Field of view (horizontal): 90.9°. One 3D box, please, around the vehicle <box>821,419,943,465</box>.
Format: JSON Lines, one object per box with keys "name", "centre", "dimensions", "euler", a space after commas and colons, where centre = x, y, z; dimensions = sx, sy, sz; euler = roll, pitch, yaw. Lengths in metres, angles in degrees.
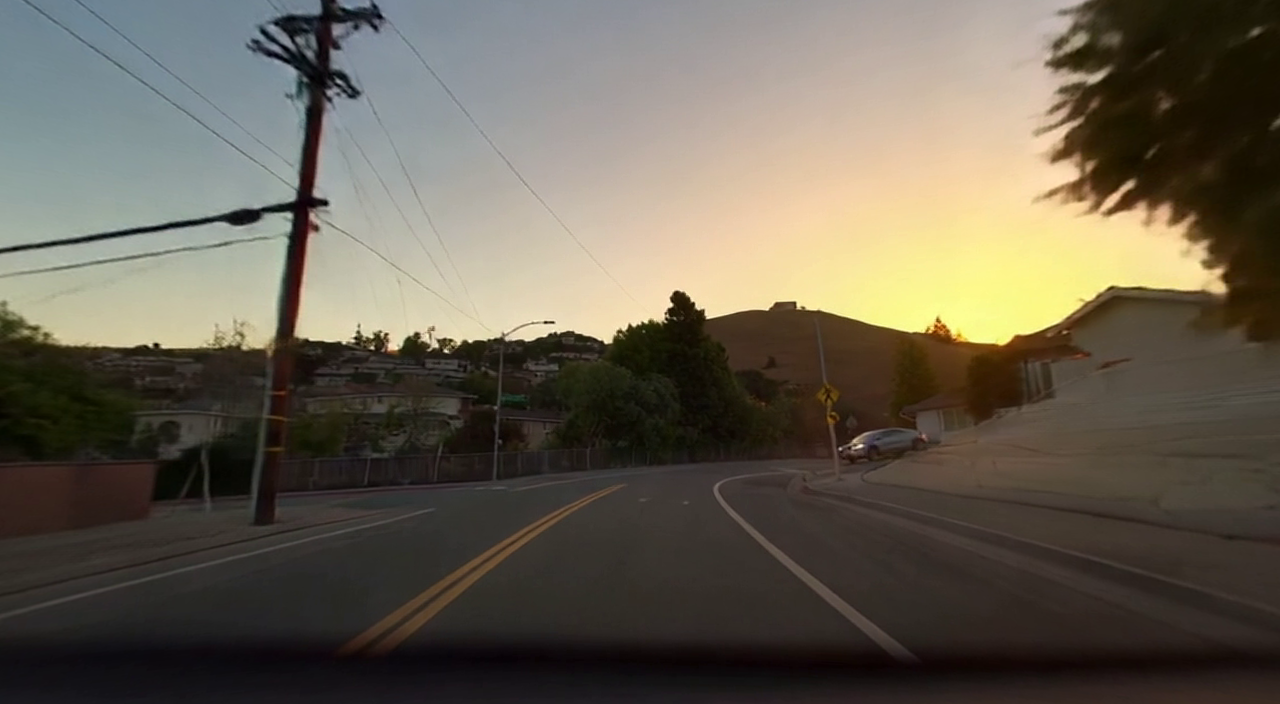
{"name": "vehicle", "centre": [11.065, 4.128, 28.894], "dimensions": [4.810, 1.732, 2.176], "euler": [0, -10, -21]}
